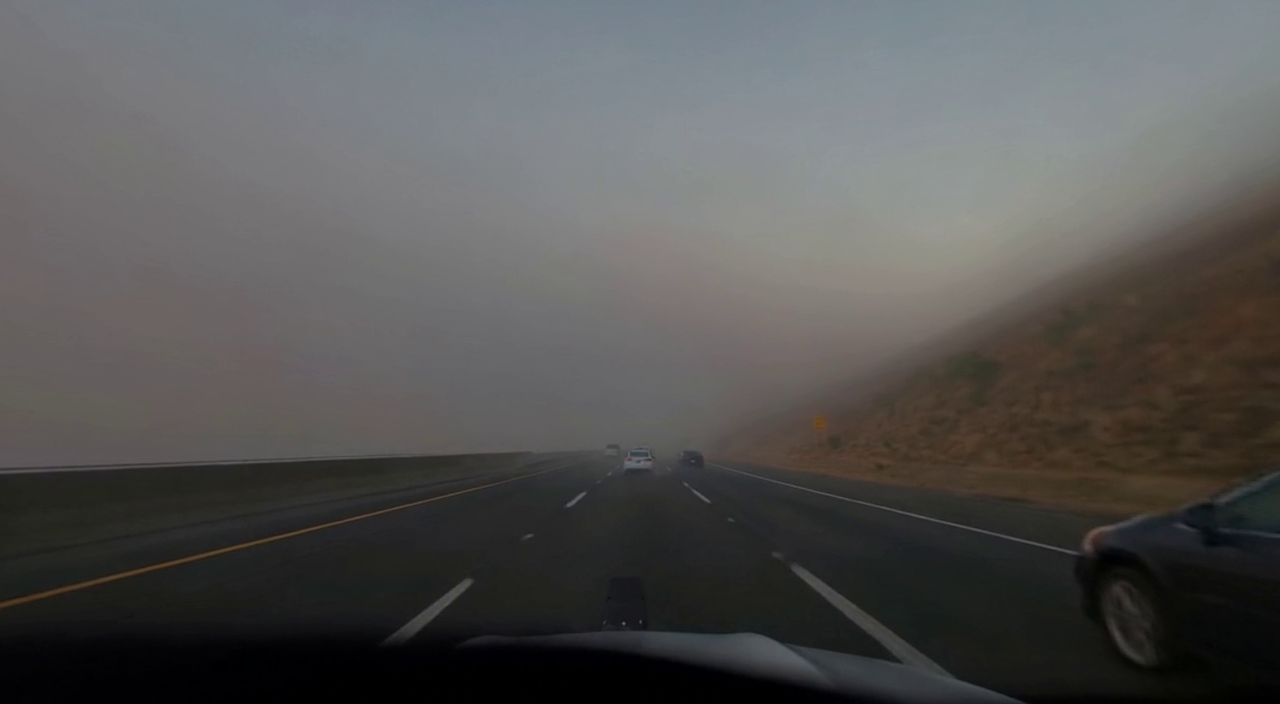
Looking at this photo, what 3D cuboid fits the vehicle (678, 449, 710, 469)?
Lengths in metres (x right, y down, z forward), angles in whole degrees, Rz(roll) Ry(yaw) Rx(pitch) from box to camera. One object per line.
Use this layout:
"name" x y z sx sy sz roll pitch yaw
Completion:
"vehicle" 3.958 7.909 46.662 1.976 1.352 3.602 0 -9 0

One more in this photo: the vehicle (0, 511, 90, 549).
"vehicle" -32.258 9.513 33.955 1.678 1.496 3.845 0 -9 1

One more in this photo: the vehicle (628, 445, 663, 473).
"vehicle" 0.310 6.441 38.174 1.986 1.576 4.312 0 -9 0

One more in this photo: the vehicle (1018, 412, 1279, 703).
"vehicle" 3.778 0.960 2.317 2.020 1.500 4.416 0 -9 0
